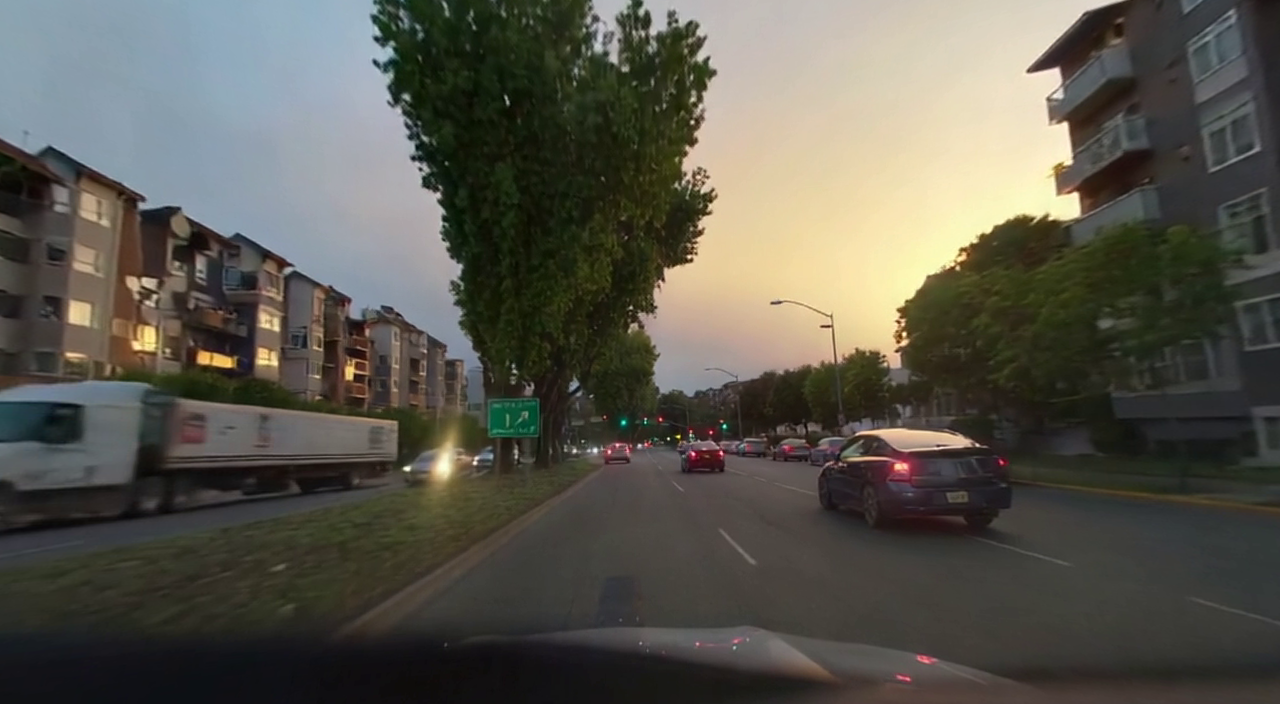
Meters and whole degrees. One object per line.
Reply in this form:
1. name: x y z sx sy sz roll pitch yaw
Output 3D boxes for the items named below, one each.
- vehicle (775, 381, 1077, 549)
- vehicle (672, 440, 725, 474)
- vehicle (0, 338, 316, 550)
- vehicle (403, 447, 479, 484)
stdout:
1. vehicle: 4.053 1.790 10.555 2.427 2.017 5.763 0 -9 1
2. vehicle: 2.703 5.003 30.292 2.003 1.480 4.494 0 -9 -1
3. vehicle: -12.172 2.224 15.086 3.059 3.478 10.986 0 -9 0
4. vehicle: -8.768 5.034 28.266 1.949 1.503 4.388 0 -9 0
